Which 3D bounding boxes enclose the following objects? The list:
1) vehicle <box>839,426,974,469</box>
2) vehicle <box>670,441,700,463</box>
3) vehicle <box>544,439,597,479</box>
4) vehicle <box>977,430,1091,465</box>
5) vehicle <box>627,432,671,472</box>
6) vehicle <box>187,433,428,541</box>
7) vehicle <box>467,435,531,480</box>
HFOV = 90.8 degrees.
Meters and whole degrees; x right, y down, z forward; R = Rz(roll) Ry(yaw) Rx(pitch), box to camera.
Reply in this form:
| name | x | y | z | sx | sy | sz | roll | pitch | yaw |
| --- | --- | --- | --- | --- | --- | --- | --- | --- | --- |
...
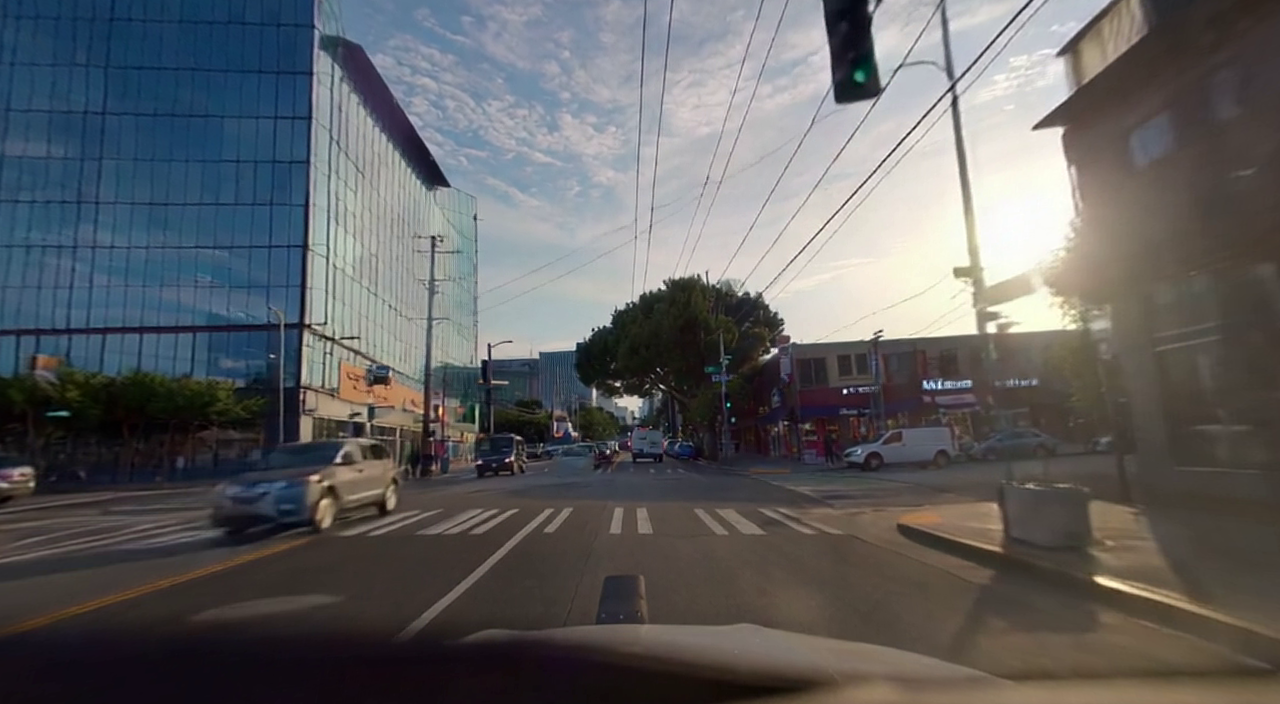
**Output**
| name | x | y | z | sx | sy | sz | roll | pitch | yaw |
| --- | --- | --- | --- | --- | --- | --- | --- | --- | --- |
| vehicle | 11.644 | 4.225 | 27.967 | 4.966 | 1.826 | 2.209 | -1 | -8 | 7 |
| vehicle | 3.450 | 7.756 | 49.023 | 1.934 | 1.633 | 4.271 | 0 | -8 | -1 |
| vehicle | -3.050 | 4.772 | 28.505 | 2.026 | 1.616 | 4.109 | -1 | -8 | -2 |
| vehicle | 19.039 | 4.628 | 30.643 | 4.161 | 1.586 | 1.992 | 0 | -8 | -1 |
| vehicle | 0.396 | 5.117 | 32.541 | 2.127 | 1.893 | 4.194 | 0 | -8 | -1 |
| vehicle | -5.730 | 2.347 | 11.761 | 2.089 | 1.578 | 4.571 | 0 | -8 | -2 |
| vehicle | -6.676 | 5.025 | 30.450 | 2.090 | 1.975 | 4.657 | 0 | -8 | -1 |
